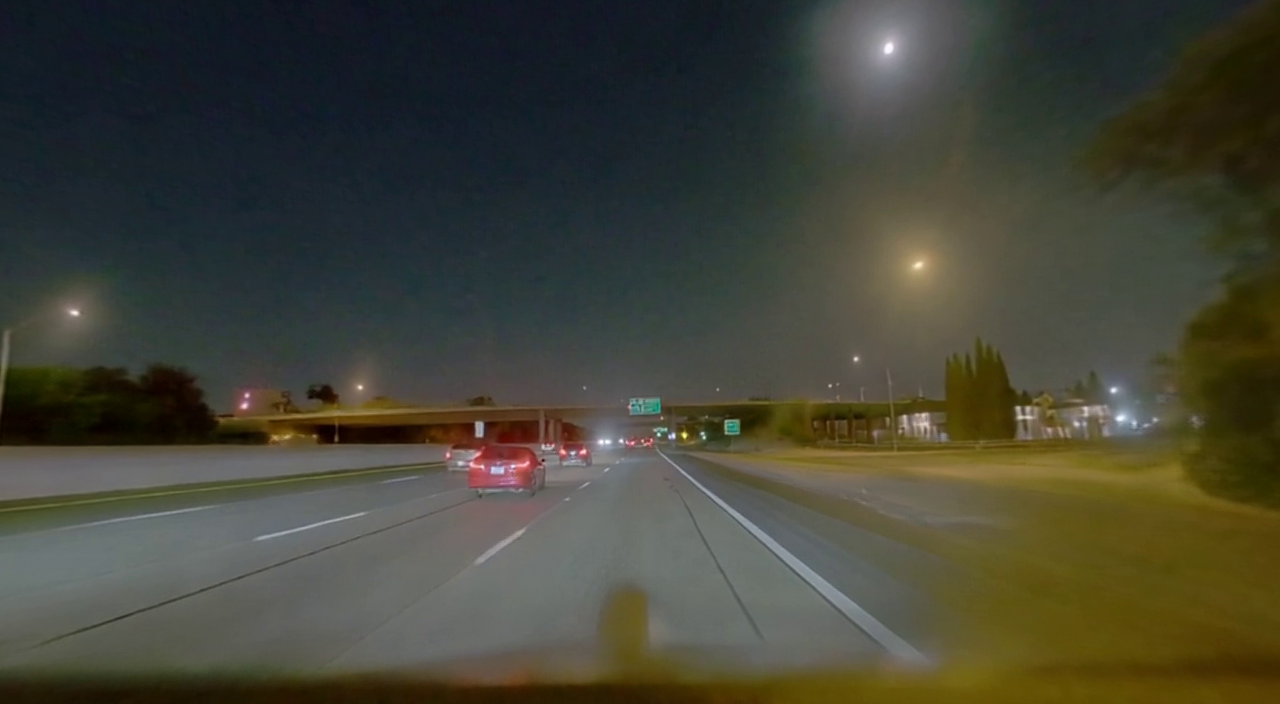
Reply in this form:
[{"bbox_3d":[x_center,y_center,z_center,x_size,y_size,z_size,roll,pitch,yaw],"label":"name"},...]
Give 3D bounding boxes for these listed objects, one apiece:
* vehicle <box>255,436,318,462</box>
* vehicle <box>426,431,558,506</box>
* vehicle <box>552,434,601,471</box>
[{"bbox_3d":[-24.652,6.781,44.191,1.839,1.700,4.364,0,-8,0],"label":"vehicle"},{"bbox_3d":[-3.548,2.903,16.169,2.210,1.628,4.586,0,-8,1],"label":"vehicle"},{"bbox_3d":[-3.299,5.315,33.600,2.080,1.811,4.644,0,-8,1],"label":"vehicle"}]
